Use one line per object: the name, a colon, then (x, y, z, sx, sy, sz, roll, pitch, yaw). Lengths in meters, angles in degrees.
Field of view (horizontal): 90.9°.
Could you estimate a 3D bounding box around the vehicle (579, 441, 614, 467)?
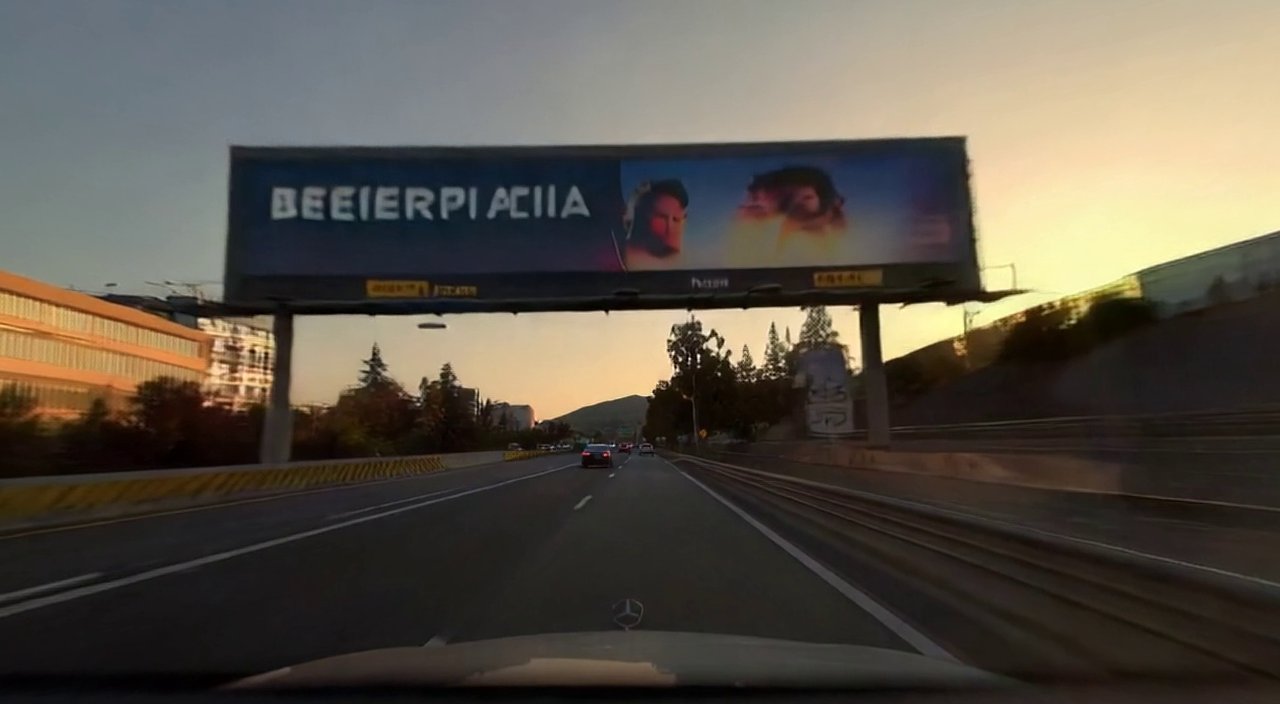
vehicle: (-3.144, 7.472, 46.488, 2.159, 1.793, 5.027, -1, -9, 1)
